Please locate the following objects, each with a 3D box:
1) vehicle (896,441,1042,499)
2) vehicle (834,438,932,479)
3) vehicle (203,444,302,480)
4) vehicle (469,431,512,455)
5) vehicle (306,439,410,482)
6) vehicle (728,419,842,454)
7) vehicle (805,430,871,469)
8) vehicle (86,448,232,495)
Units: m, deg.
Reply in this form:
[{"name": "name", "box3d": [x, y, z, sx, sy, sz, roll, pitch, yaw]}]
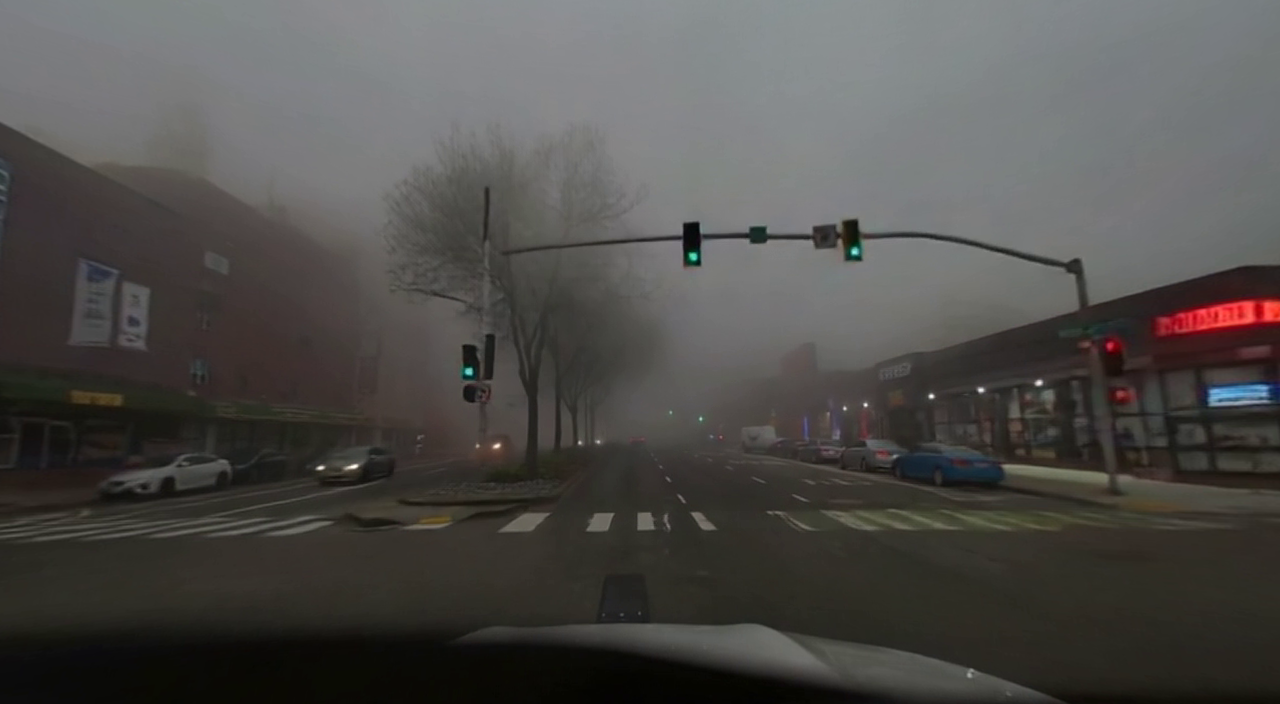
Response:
[{"name": "vehicle", "box3d": [9.697, 3.473, 19.134, 1.948, 1.483, 4.645, 0, -8, 0]}, {"name": "vehicle", "box3d": [9.770, 4.283, 25.894, 1.913, 1.492, 4.787, 0, -8, -3]}, {"name": "vehicle", "box3d": [-18.137, 5.125, 29.836, 1.756, 1.525, 4.355, -1, -8, 3]}, {"name": "vehicle", "box3d": [-11.024, 6.730, 46.847, 2.027, 1.722, 4.471, 0, -8, 1]}, {"name": "vehicle", "box3d": [-10.974, 4.235, 25.040, 1.943, 1.501, 4.626, 0, -8, 1]}, {"name": "vehicle", "box3d": [9.844, 6.007, 44.224, 6.229, 2.004, 6.552, -2, -10, -2]}, {"name": "vehicle", "box3d": [9.946, 4.888, 32.061, 1.925, 1.808, 4.255, 0, -8, 0]}, {"name": "vehicle", "box3d": [-18.075, 4.456, 24.099, 1.858, 1.493, 4.721, 0, -8, 0]}]
